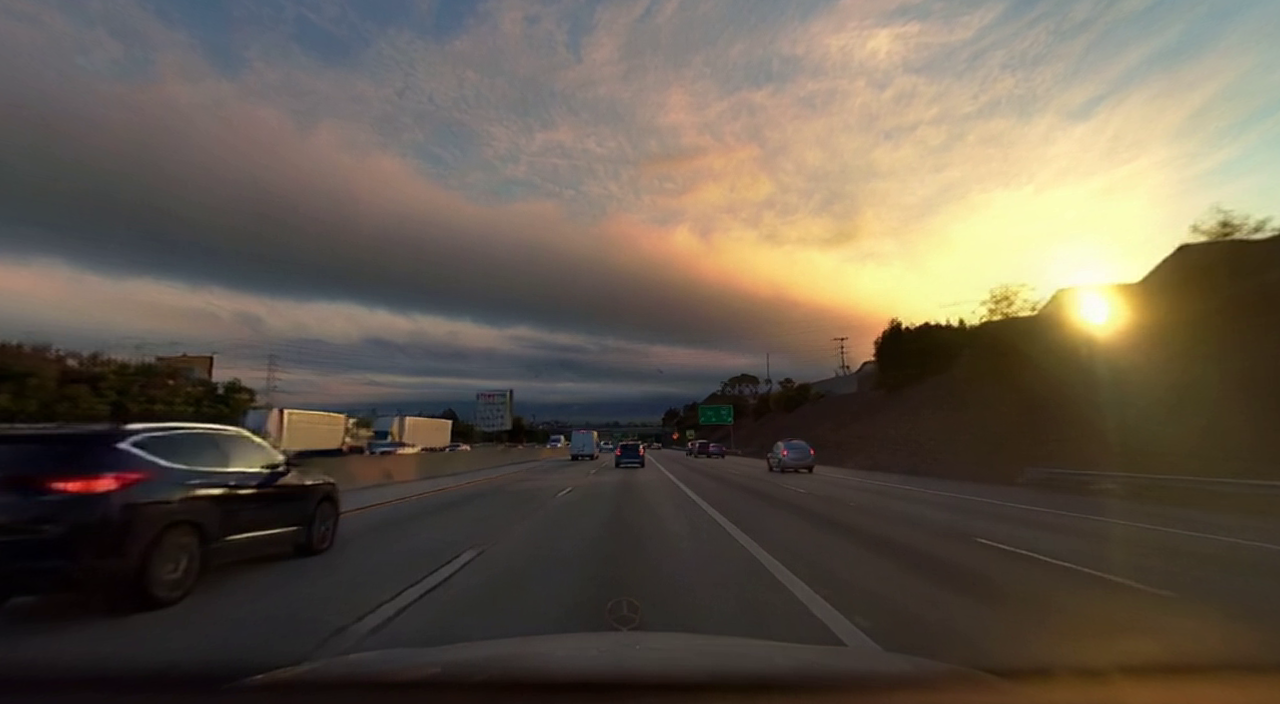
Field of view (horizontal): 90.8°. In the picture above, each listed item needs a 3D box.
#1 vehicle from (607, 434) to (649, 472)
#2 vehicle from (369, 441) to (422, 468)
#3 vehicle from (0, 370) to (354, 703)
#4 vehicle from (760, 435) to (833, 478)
[{"bbox_3d":[-0.563,5.140,32.366,2.002,1.759,4.658,0,-9,0],"label":"vehicle"},{"bbox_3d":[-13.894,5.810,36.024,1.599,1.438,3.419,0,-9,0],"label":"vehicle"},{"bbox_3d":[-4.211,1.134,4.561,2.126,1.631,4.643,0,-9,0],"label":"vehicle"},{"bbox_3d":[6.559,4.427,26.926,1.944,1.666,4.184,0,-9,-1],"label":"vehicle"}]
